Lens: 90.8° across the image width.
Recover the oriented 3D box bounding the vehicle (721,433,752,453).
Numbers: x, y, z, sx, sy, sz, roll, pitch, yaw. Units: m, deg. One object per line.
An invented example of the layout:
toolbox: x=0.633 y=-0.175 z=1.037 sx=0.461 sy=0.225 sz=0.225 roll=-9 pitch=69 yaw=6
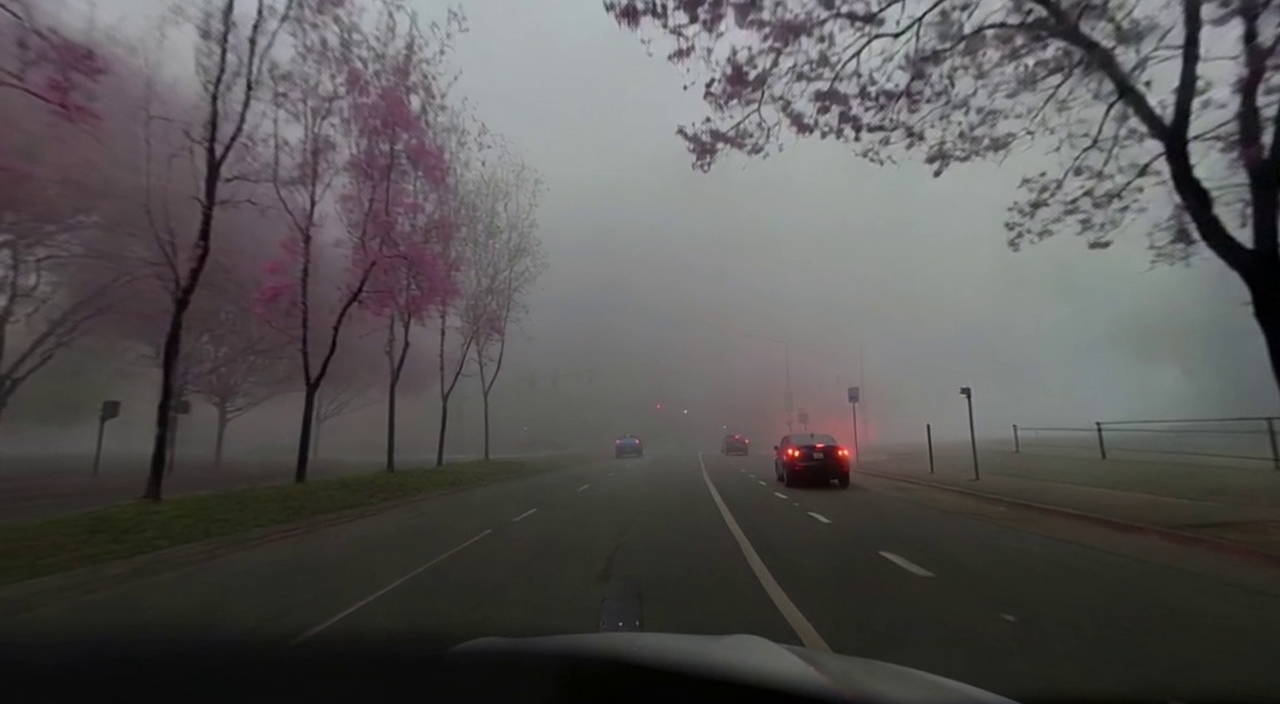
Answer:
vehicle: x=7.577 y=7.175 z=49.865 sx=2.007 sy=1.466 sz=4.291 roll=-1 pitch=-8 yaw=4

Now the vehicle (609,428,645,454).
vehicle: x=-0.864 y=6.256 z=44.206 sx=1.995 sy=1.703 sz=4.367 roll=-1 pitch=-8 yaw=5
